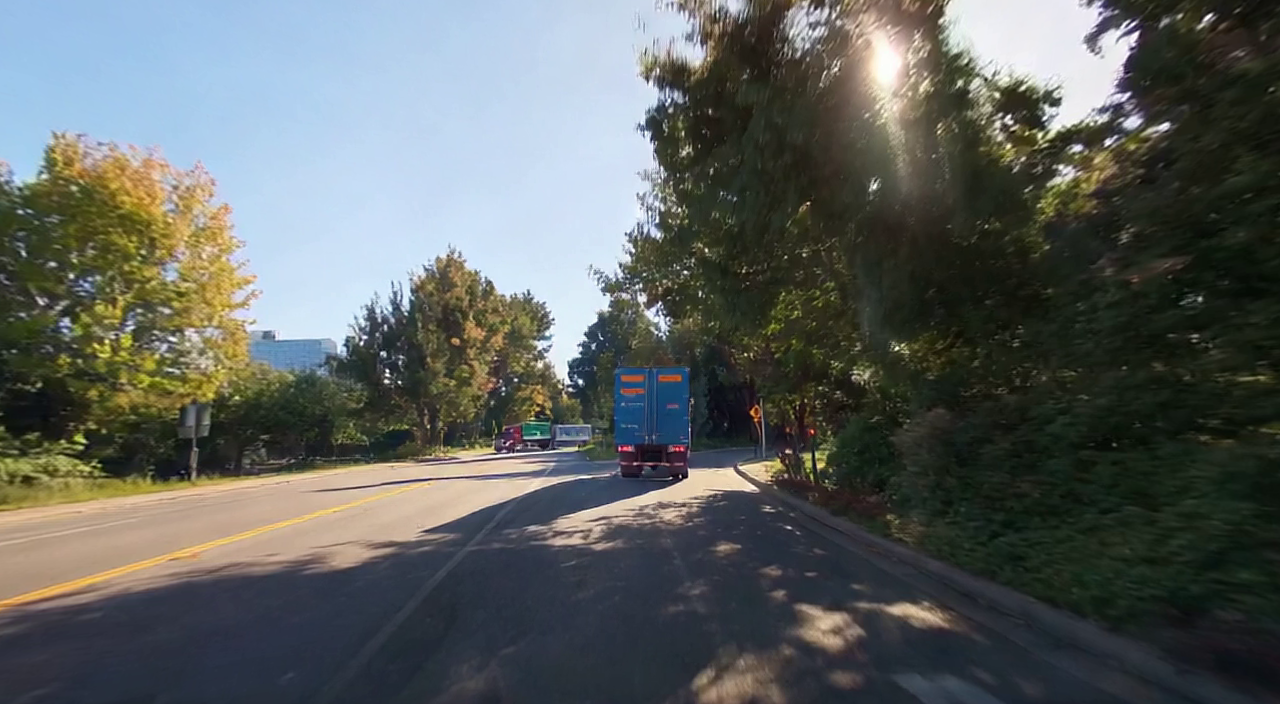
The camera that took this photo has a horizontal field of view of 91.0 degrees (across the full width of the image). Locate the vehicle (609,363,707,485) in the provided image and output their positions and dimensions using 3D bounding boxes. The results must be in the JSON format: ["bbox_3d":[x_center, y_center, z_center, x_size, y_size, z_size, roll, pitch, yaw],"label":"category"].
[{"bbox_3d":[0.805,2.799,23.730,2.937,3.647,9.344,-1,-8,3],"label":"vehicle"}]
